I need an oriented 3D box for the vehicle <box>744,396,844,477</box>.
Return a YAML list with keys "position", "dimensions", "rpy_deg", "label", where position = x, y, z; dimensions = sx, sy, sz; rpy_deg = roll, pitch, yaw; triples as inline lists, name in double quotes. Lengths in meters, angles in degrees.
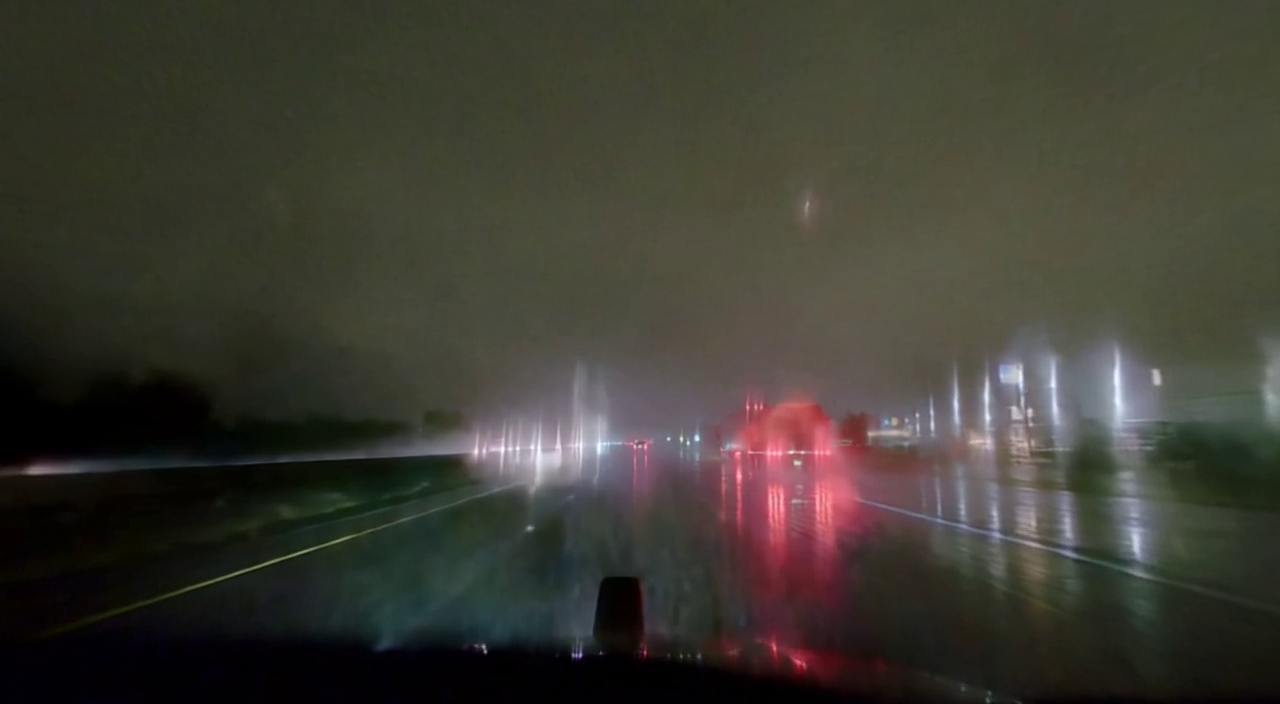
- position: [6.831, 3.962, 29.390]
  dimensions: [2.793, 3.204, 7.997]
  rpy_deg: [0, -8, 1]
  label: "vehicle"
